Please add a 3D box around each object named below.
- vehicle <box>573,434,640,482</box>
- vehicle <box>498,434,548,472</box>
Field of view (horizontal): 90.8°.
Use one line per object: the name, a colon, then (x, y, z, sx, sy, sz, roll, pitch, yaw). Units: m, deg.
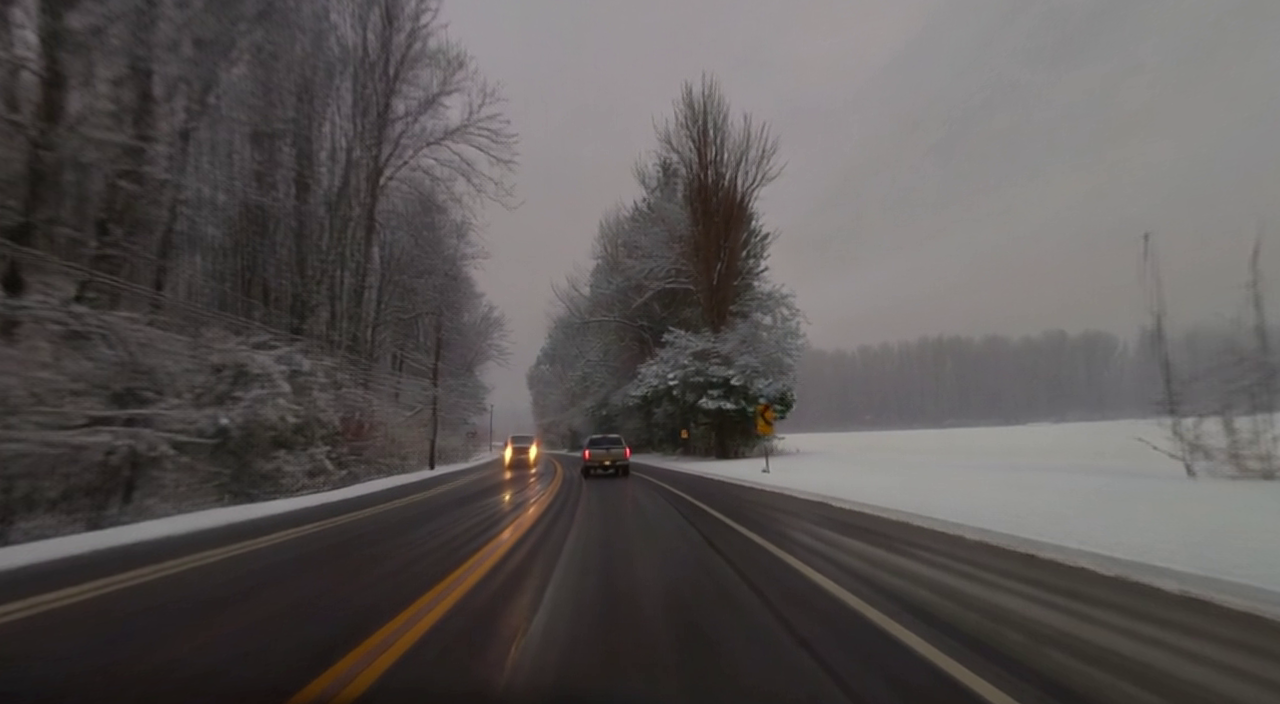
vehicle: (-1.487, 4.539, 27.383, 2.631, 1.798, 5.331, 0, -8, -4)
vehicle: (-6.650, 5.794, 36.438, 2.374, 1.989, 4.909, 0, -8, -5)
